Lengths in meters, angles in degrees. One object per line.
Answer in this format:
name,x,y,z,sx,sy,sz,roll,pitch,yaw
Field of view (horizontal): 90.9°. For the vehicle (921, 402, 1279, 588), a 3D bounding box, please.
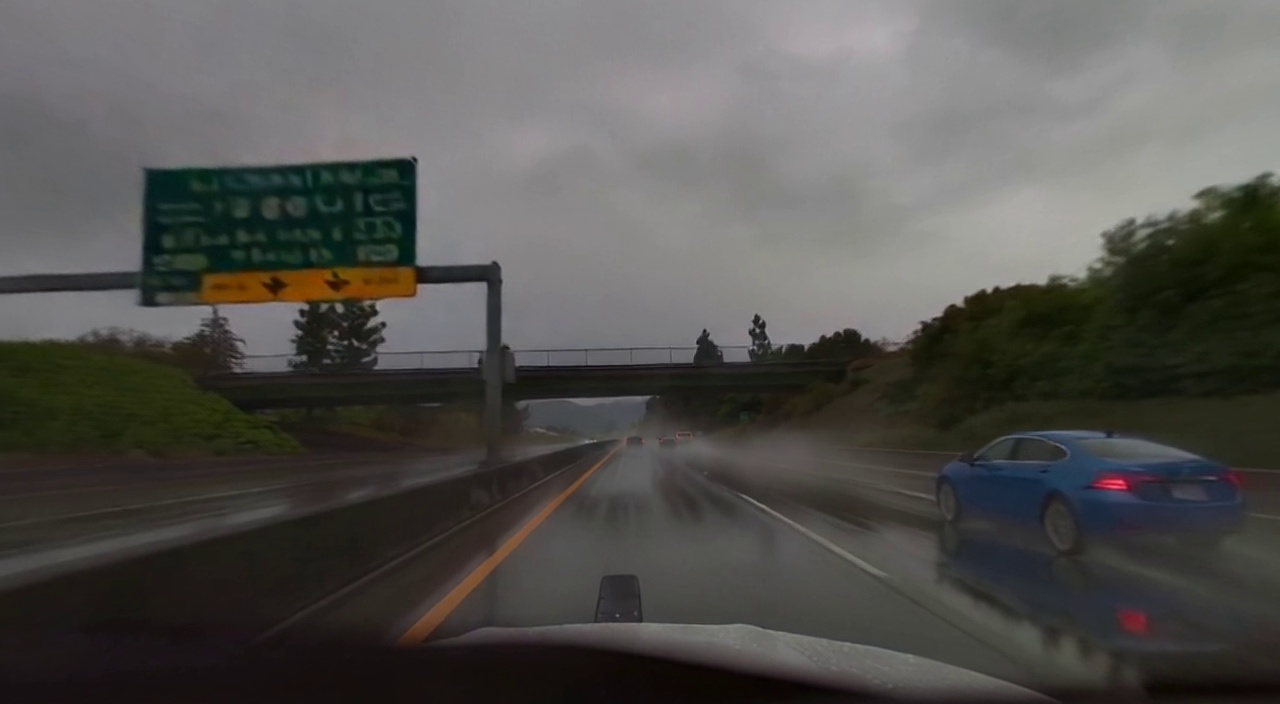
vehicle,5.340,1.501,7.525,1.940,1.578,4.122,0,-8,-2
